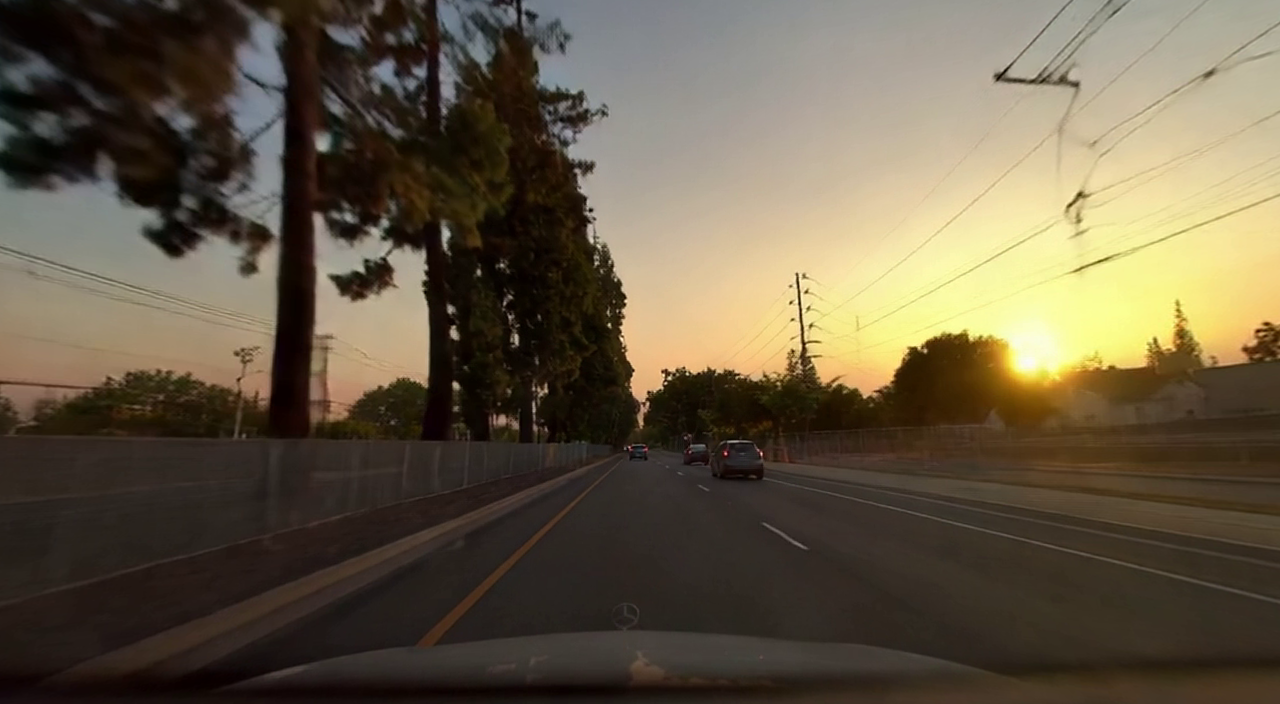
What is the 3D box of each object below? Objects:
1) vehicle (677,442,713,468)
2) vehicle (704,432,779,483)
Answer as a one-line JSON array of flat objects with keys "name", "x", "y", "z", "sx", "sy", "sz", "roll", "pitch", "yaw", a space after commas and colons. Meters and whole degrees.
[{"name": "vehicle", "x": 3.726, "y": 7.100, "z": 43.642, "sx": 2.012, "sy": 1.653, "sz": 4.115, "roll": 0, "pitch": -9, "yaw": -2}, {"name": "vehicle", "x": 3.976, "y": 4.237, "z": 25.564, "sx": 2.112, "sy": 1.825, "sz": 4.574, "roll": 0, "pitch": -9, "yaw": -2}]
